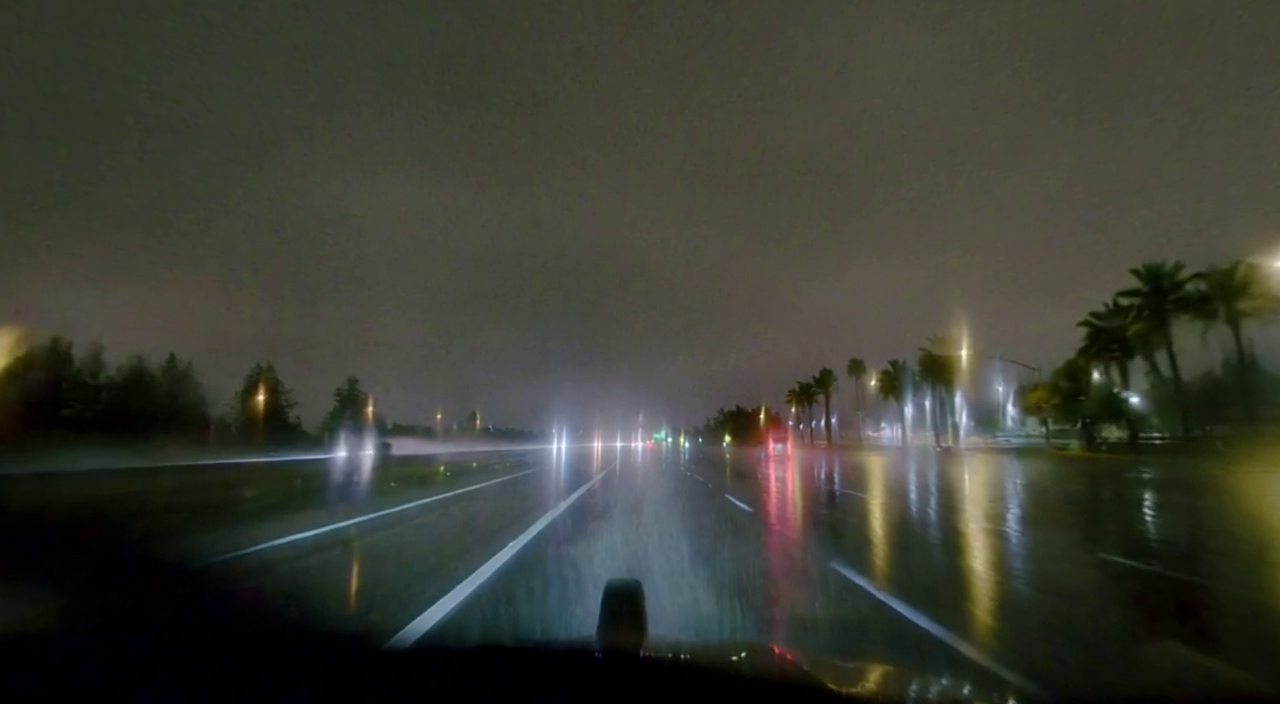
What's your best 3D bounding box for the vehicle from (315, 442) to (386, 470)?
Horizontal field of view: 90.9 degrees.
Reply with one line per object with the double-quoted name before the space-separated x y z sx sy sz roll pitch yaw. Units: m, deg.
"vehicle" -16.949 6.109 37.178 1.941 1.538 4.652 0 -8 1
